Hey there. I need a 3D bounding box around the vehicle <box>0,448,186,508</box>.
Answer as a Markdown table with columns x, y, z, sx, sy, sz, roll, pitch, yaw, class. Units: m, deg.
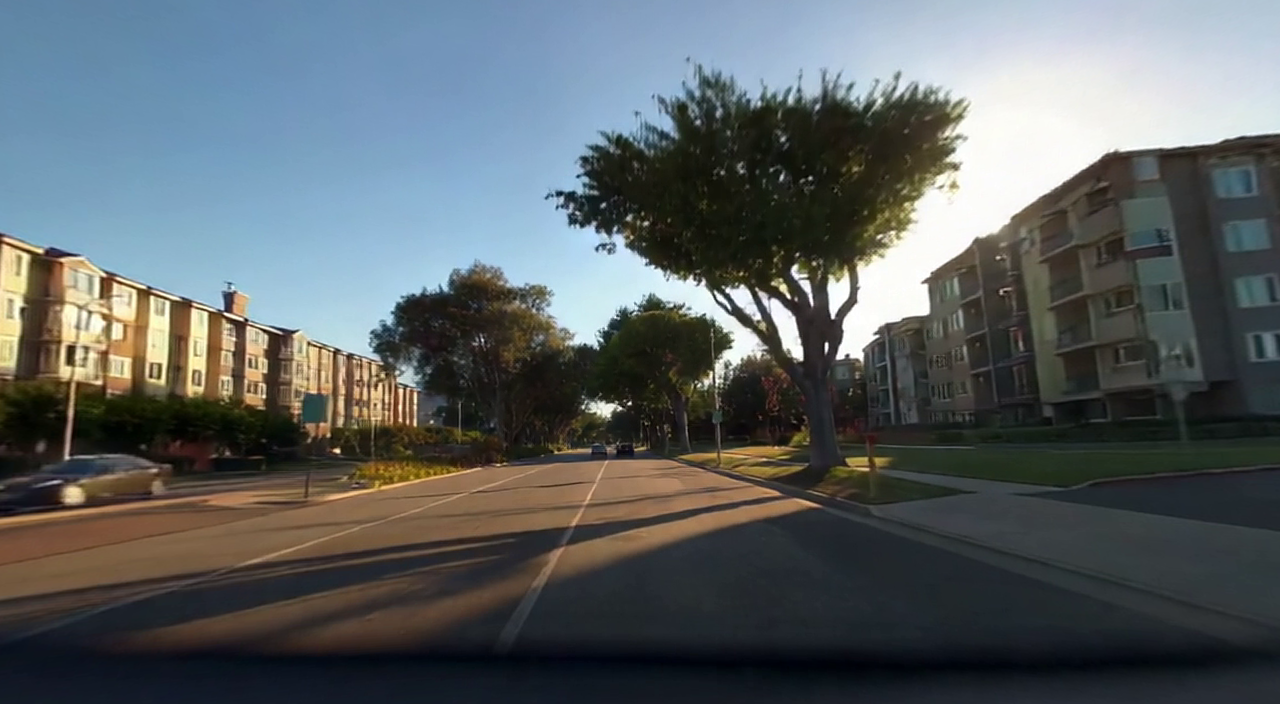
| x | y | z | sx | sy | sz | roll | pitch | yaw | class |
| --- | --- | --- | --- | --- | --- | --- | --- | --- | --- |
| -17.378 | 3.951 | 20.298 | 2.154 | 1.648 | 4.555 | 0 | -8 | -2 | vehicle |
